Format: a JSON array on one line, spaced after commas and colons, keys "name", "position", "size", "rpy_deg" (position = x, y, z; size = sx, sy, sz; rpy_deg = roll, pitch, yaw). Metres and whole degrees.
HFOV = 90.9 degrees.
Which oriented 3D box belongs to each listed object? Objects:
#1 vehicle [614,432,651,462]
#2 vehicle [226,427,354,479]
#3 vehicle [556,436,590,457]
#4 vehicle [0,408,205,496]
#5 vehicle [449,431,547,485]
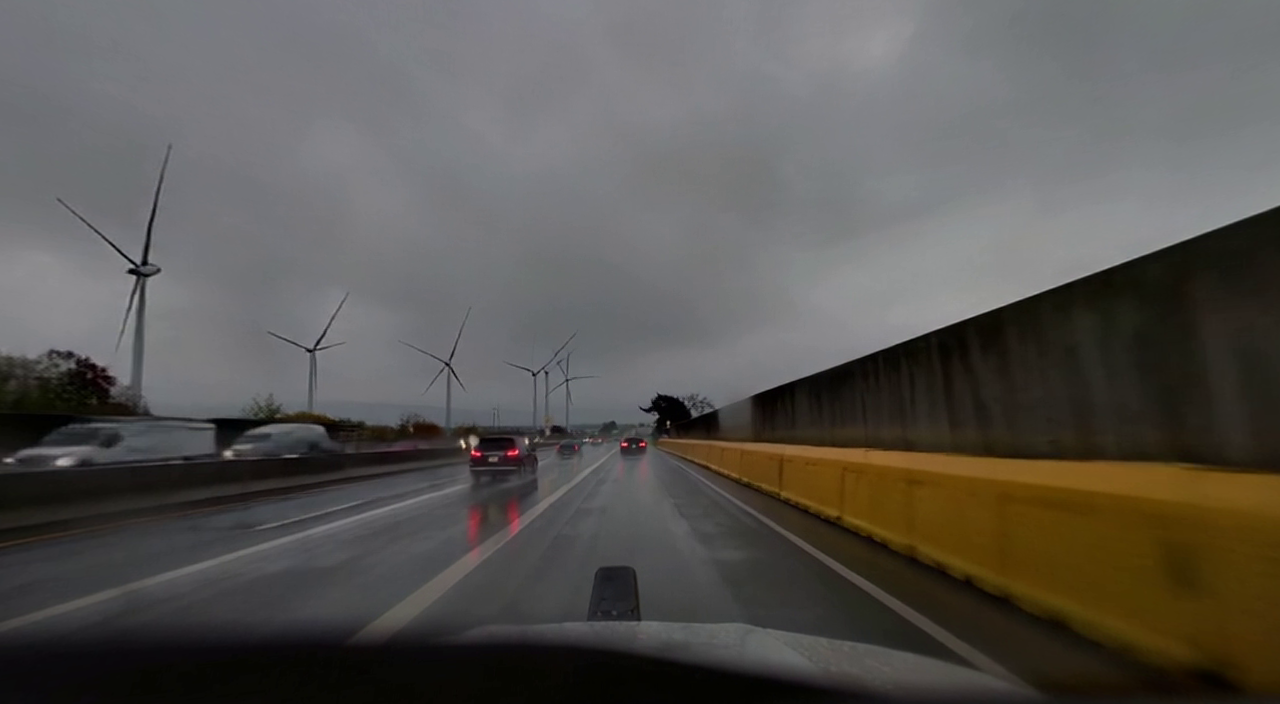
[{"name": "vehicle", "position": [-0.446, 5.375, 35.825], "size": [2.027, 1.550, 3.607], "rpy_deg": [0, -8, -2]}, {"name": "vehicle", "position": [-14.092, 4.093, 25.845], "size": [2.334, 1.897, 5.142], "rpy_deg": [0, -8, -1]}, {"name": "vehicle", "position": [-4.644, 6.609, 44.195], "size": [2.059, 1.436, 3.802], "rpy_deg": [0, -8, -1]}, {"name": "vehicle", "position": [-17.865, 3.290, 21.202], "size": [2.522, 2.584, 5.381], "rpy_deg": [0, -8, 0]}, {"name": "vehicle", "position": [-4.260, 3.243, 19.765], "size": [1.998, 1.468, 4.635], "rpy_deg": [0, -8, 0]}]
